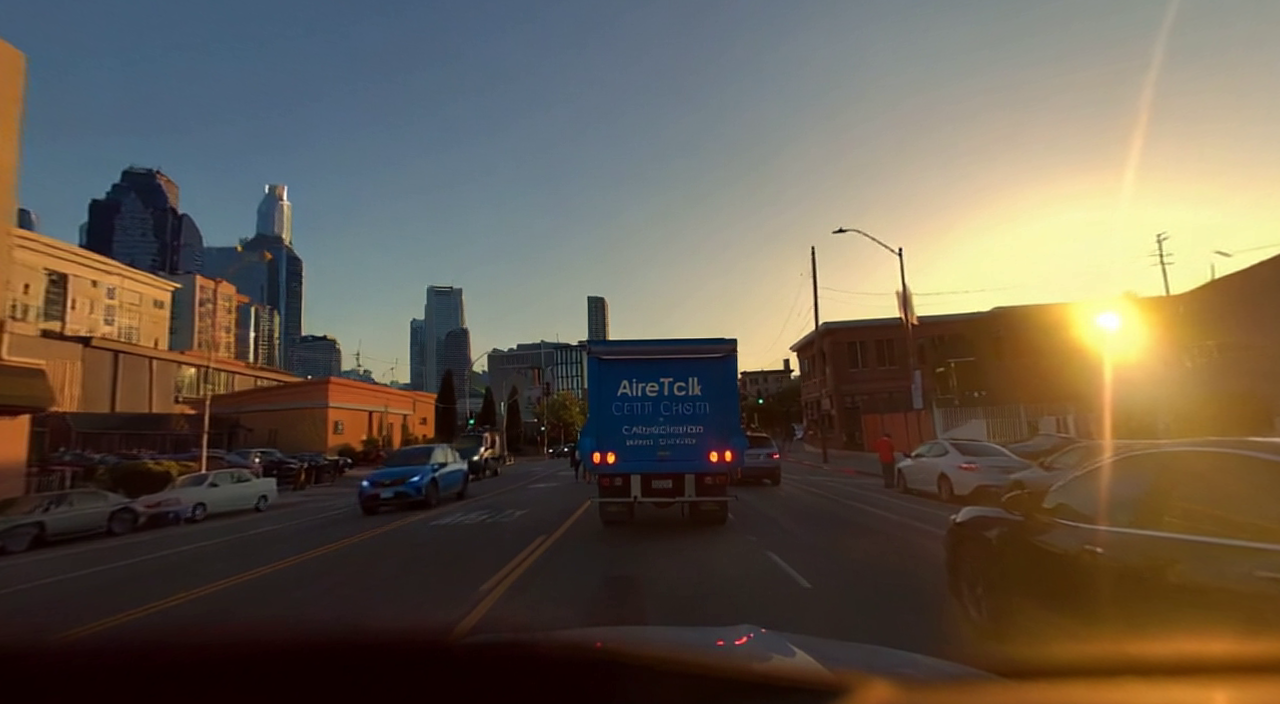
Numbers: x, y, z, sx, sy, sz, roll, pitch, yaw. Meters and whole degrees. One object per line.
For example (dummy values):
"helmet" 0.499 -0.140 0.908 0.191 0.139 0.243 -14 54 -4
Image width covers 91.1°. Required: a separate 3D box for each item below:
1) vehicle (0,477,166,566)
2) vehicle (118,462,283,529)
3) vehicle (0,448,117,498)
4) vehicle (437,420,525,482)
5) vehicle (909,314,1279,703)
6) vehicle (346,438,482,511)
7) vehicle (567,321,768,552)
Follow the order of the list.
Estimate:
"vehicle" -13.494 3.740 14.342 1.901 1.508 4.405 0 -9 -1
"vehicle" -13.372 4.347 19.515 1.943 1.682 4.365 0 -9 0
"vehicle" -27.936 5.794 30.174 3.961 1.764 1.952 -6 -5 2
"vehicle" -9.058 5.797 36.940 2.883 3.199 7.964 0 -9 2
"vehicle" 3.388 0.897 3.153 2.104 1.786 4.498 0 -9 1
"vehicle" -5.940 3.243 17.170 2.046 1.711 4.320 0 -9 1
"vehicle" 0.242 1.505 11.111 2.517 2.926 6.177 0 -9 -2
